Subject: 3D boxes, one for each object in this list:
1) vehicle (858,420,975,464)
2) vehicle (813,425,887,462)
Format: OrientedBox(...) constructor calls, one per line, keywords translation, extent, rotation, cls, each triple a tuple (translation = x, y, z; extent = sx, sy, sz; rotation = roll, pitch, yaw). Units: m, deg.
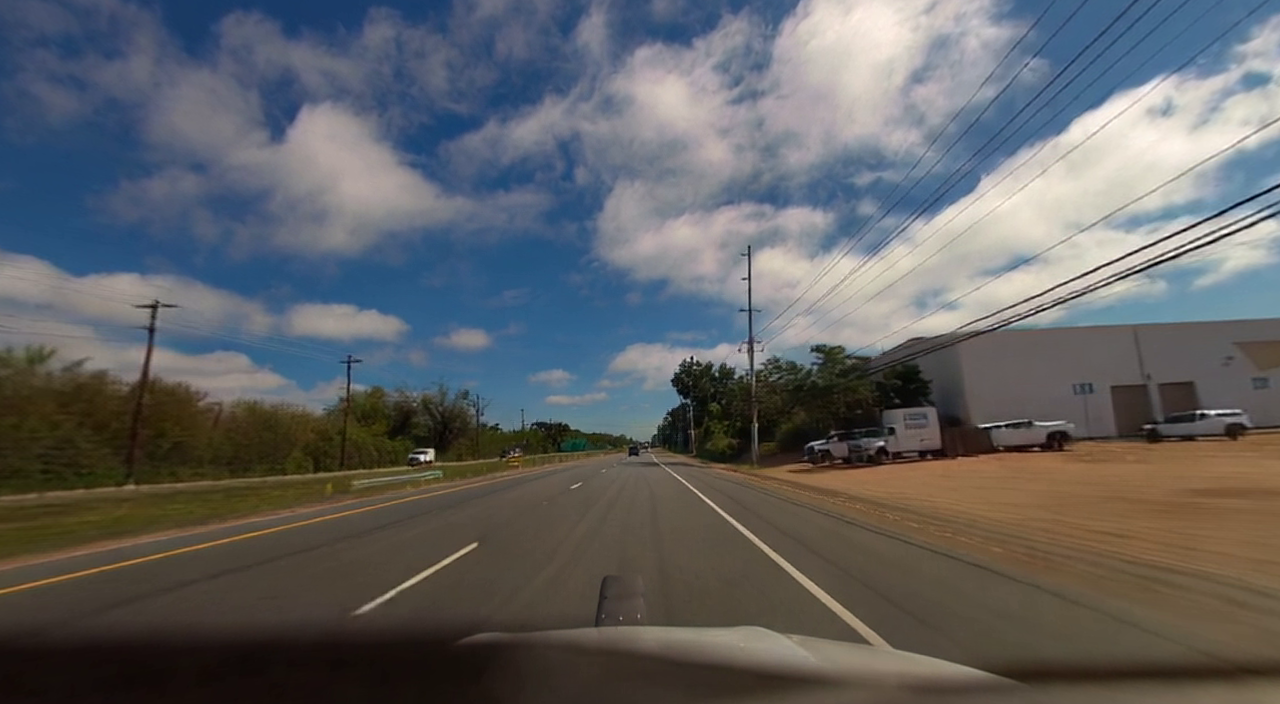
OrientedBox(translation=(15.848, 5.316, 37.009), extent=(3.199, 2.263, 8.199), rotation=(0, -9, 0), cls="vehicle")
OrientedBox(translation=(15.662, 6.950, 47.586), extent=(2.923, 2.494, 7.148), rotation=(-1, -8, -2), cls="vehicle")
